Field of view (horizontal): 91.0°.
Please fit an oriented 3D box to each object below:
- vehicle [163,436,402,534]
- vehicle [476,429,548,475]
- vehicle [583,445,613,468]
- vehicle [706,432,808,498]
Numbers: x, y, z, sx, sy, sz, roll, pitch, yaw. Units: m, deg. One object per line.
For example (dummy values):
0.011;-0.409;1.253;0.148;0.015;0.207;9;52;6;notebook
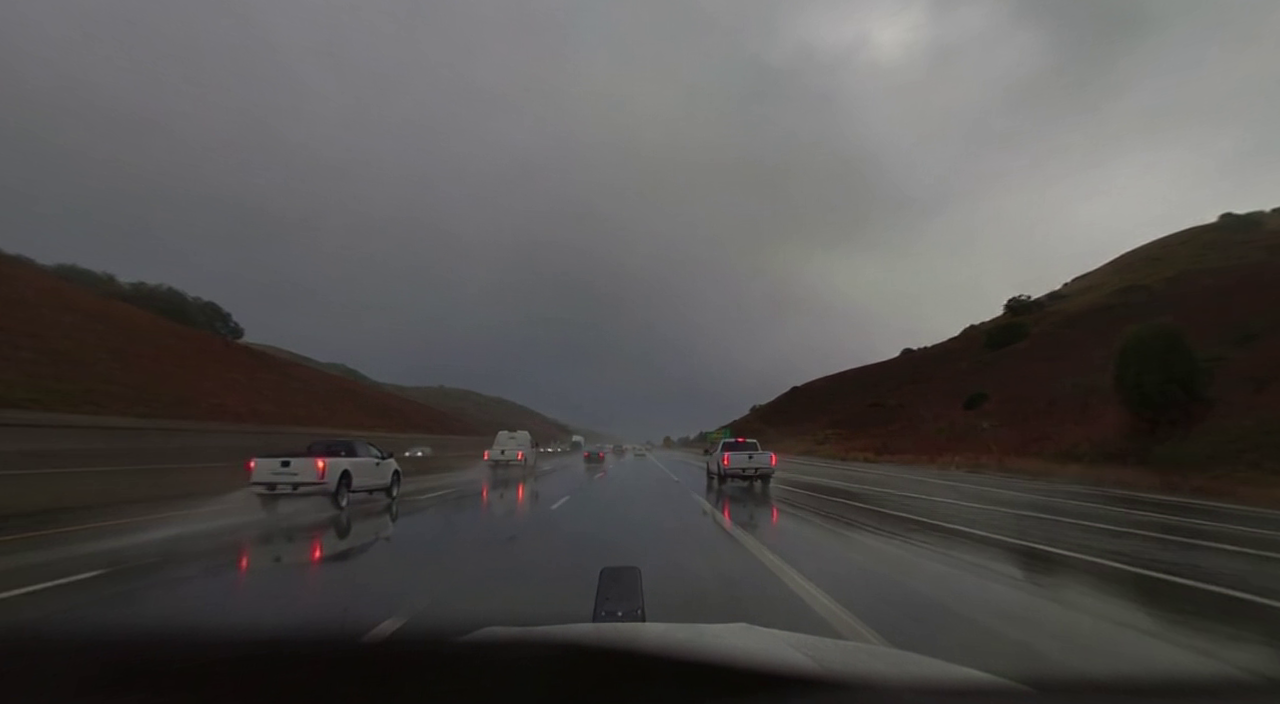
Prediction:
-6.637;2.501;12.524;1.935;1.550;4.883;0;-9;-1;vehicle
-7.506;5.987;37.930;2.937;2.509;7.090;0;-9;-1;vehicle
-3.134;7.863;47.436;2.009;1.593;4.378;0;-9;0;vehicle
3.436;3.449;19.544;2.231;1.789;4.700;0;-9;0;vehicle
